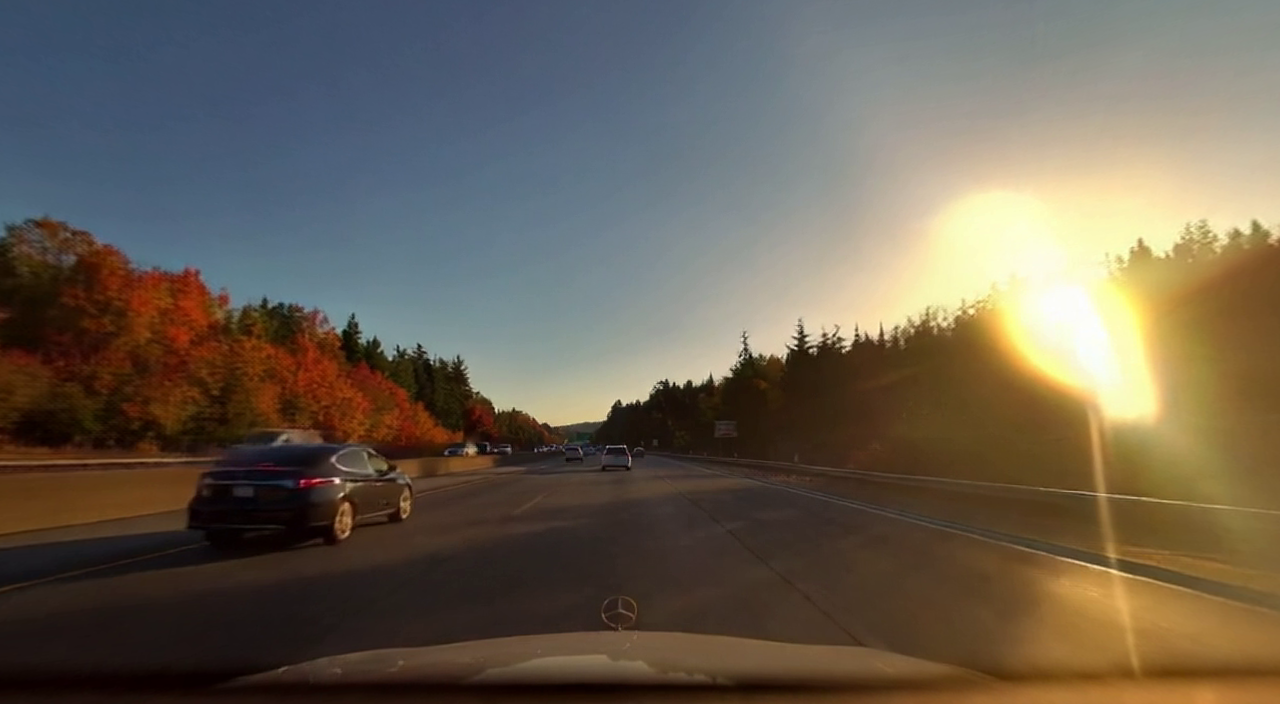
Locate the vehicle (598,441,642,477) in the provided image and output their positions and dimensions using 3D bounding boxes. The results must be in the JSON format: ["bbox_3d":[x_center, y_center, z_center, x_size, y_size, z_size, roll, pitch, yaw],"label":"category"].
[{"bbox_3d":[-1.010,5.391,31.783,2.115,1.661,4.049,0,-9,-2],"label":"vehicle"}]

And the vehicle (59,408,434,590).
[{"bbox_3d":[-4.500,1.756,8.344,1.974,1.688,4.727,0,-9,-1],"label":"vehicle"}]

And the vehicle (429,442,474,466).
[{"bbox_3d":[-13.893,7.543,46.480,2.045,1.647,4.454,0,-9,-1],"label":"vehicle"}]
